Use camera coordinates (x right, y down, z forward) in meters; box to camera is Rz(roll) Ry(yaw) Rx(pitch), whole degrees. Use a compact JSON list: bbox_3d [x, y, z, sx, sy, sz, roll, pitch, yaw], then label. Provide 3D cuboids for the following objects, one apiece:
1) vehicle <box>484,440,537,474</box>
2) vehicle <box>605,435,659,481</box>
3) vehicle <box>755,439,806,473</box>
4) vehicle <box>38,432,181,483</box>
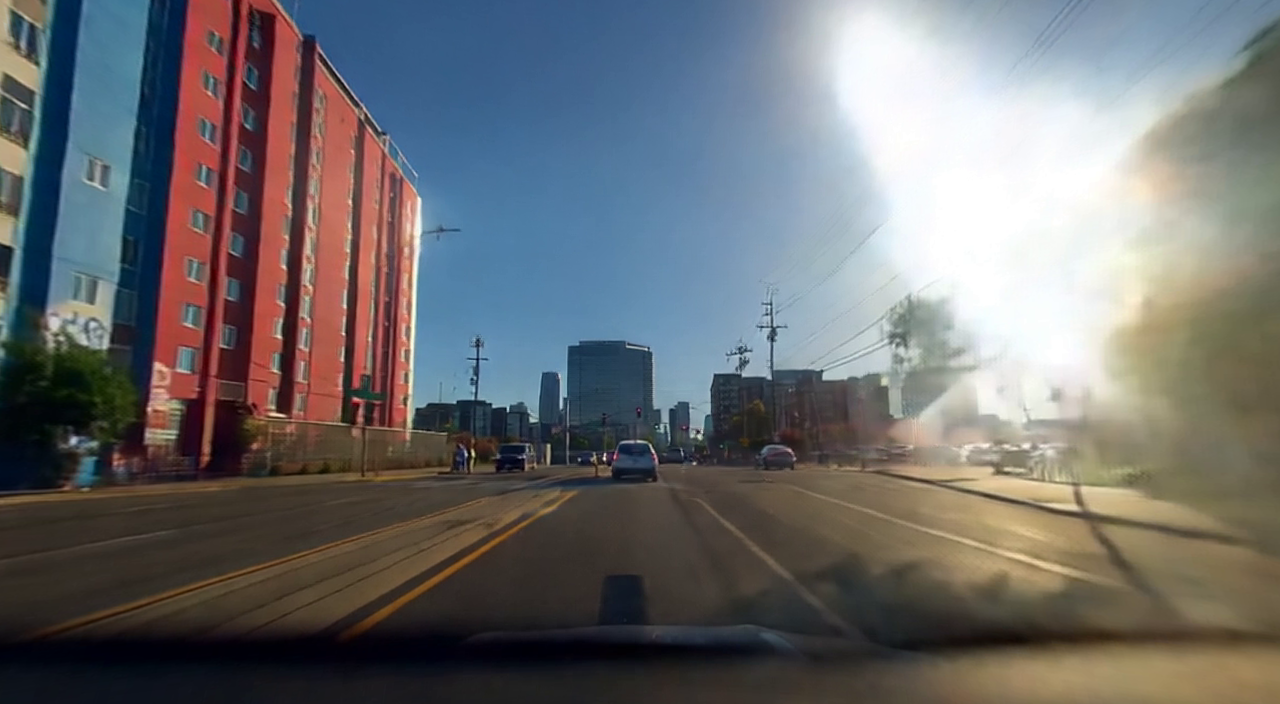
[{"bbox_3d":[-8.376,6.821,41.280,2.393,2.059,4.739,0,-8,2],"label":"vehicle"},{"bbox_3d":[-0.319,4.581,27.591,2.160,1.786,4.702,0,-8,0],"label":"vehicle"},{"bbox_3d":[7.637,5.667,34.649,1.952,1.749,4.311,0,-8,2],"label":"vehicle"},{"bbox_3d":[-39.031,7.784,46.622,7.491,3.562,2.925,1,-8,-4],"label":"vehicle"}]
